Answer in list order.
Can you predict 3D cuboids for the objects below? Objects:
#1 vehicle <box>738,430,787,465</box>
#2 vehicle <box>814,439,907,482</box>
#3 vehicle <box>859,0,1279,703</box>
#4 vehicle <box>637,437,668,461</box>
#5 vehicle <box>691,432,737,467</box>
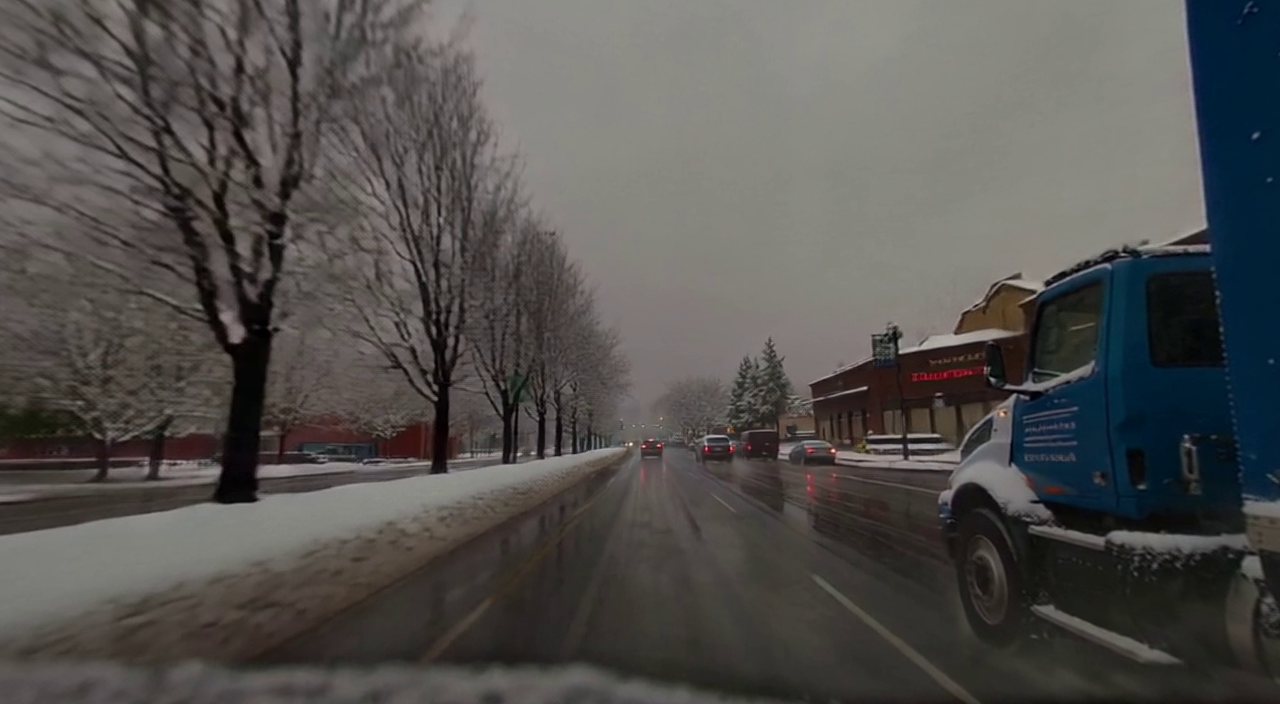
[{"bbox_3d":[8.465,6.674,44.138,2.539,2.328,4.769,0,-8,1],"label":"vehicle"},{"bbox_3d":[8.281,4.112,24.154,2.006,1.484,4.289,0,-8,0],"label":"vehicle"},{"bbox_3d":[3.642,-0.268,2.166,3.006,3.679,8.506,-1,-8,3],"label":"vehicle"},{"bbox_3d":[0.969,7.343,47.590,2.276,1.704,3.925,-1,-8,2],"label":"vehicle"},{"bbox_3d":[4.287,5.726,37.245,2.196,1.908,4.412,0,-8,0],"label":"vehicle"}]
